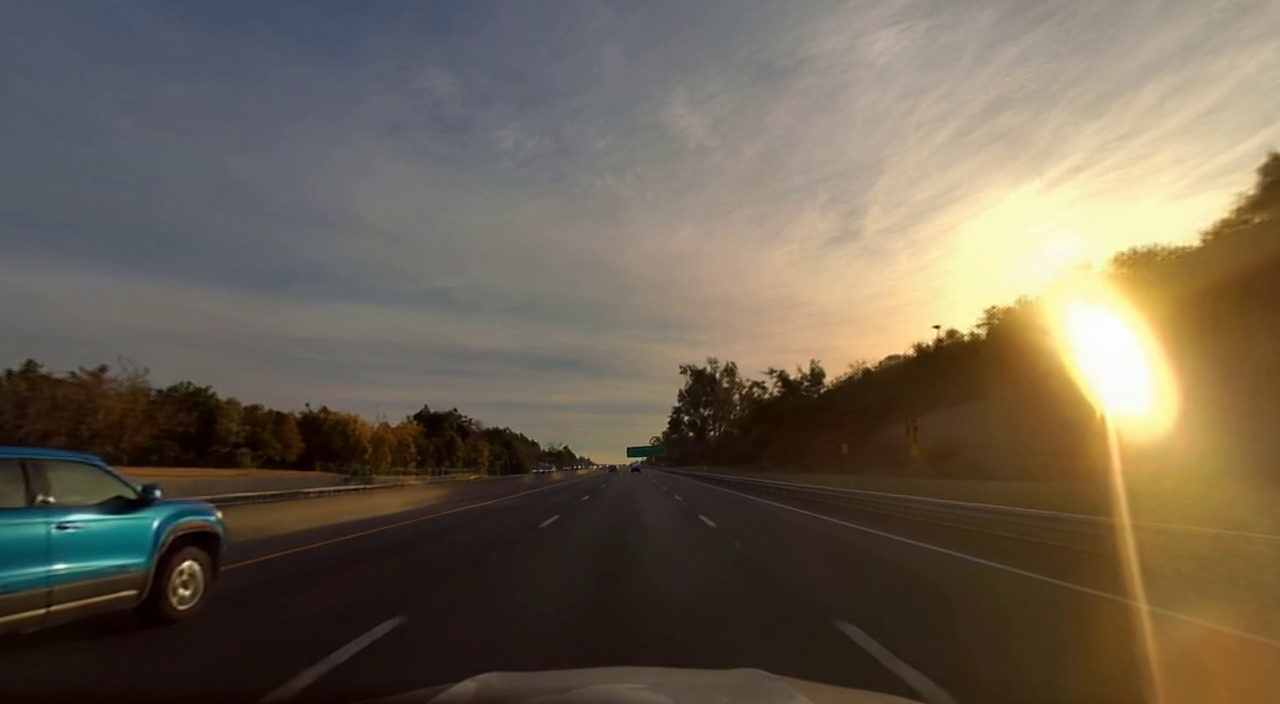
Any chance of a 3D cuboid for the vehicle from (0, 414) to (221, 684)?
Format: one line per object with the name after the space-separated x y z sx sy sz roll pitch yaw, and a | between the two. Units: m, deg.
-4.651 1.093 3.446 1.914 1.534 4.015 1 -10 0 | vehicle
